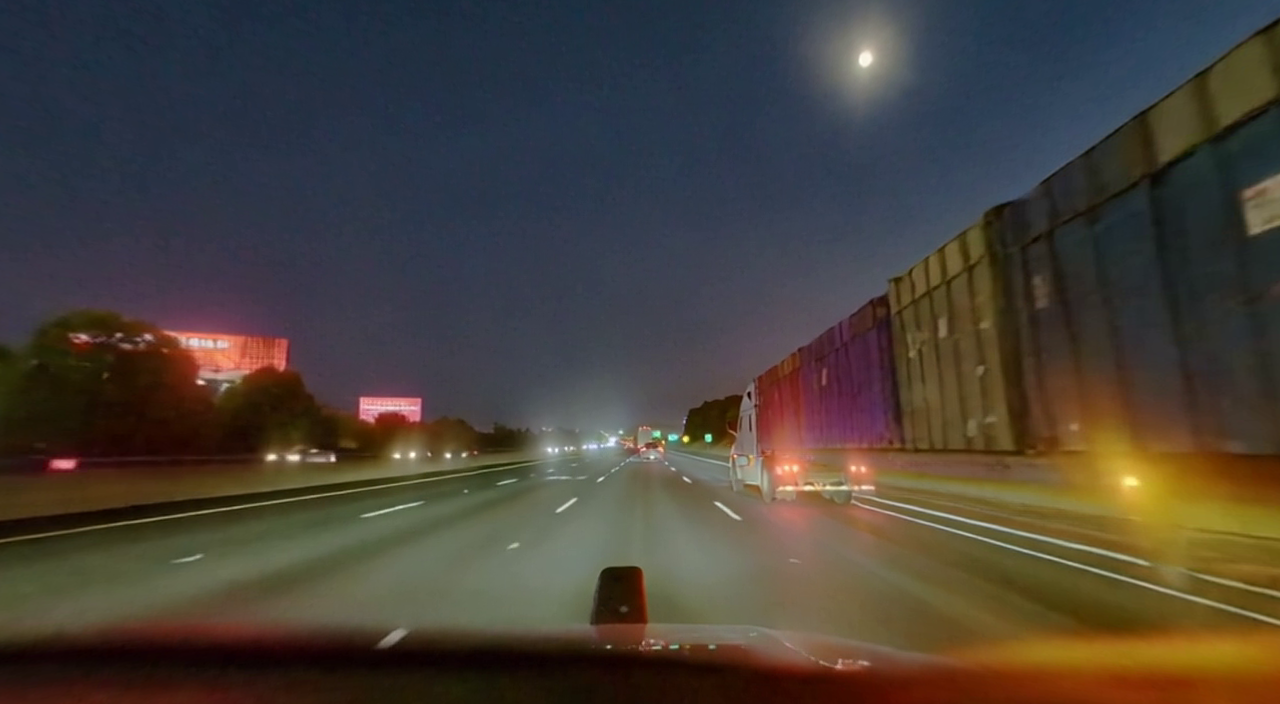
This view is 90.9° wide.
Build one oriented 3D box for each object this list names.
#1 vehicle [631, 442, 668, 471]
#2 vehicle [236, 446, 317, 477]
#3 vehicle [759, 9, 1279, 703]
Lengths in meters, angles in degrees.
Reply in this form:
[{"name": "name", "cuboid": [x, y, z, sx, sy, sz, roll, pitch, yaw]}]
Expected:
[{"name": "vehicle", "cuboid": [0.516, 5.994, 36.445, 2.042, 1.528, 4.300, 0, -8, 0]}, {"name": "vehicle", "cuboid": [-21.590, 6.502, 37.727, 1.992, 1.665, 4.678, 0, -8, 1]}, {"name": "vehicle", "cuboid": [4.259, 0.590, 5.928, 2.917, 3.179, 18.723, 0, -8, 1]}]
